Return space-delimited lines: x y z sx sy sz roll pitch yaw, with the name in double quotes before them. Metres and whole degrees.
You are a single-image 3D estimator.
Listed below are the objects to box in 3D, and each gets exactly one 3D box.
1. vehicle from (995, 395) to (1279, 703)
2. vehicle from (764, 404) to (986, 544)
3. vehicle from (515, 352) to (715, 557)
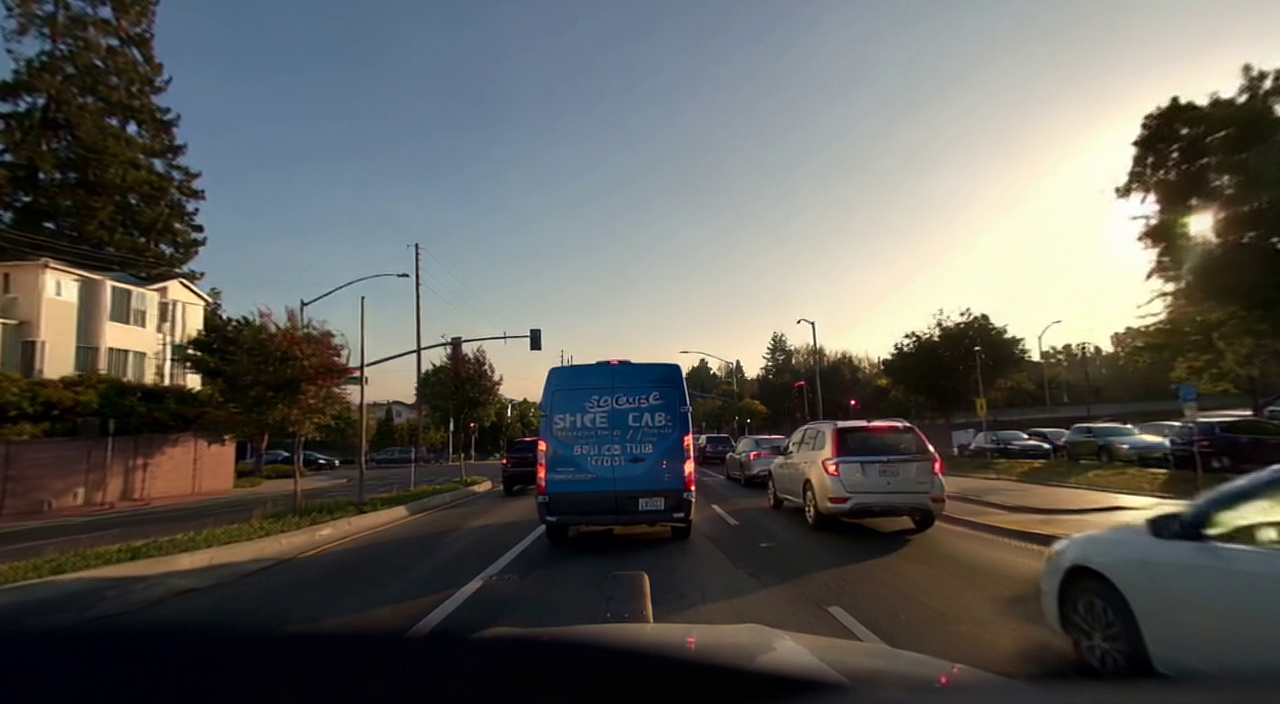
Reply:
"vehicle" 3.428 0.858 2.041 1.951 1.483 4.582 0 -8 1
"vehicle" 3.447 1.883 10.301 1.965 1.771 4.295 0 -8 0
"vehicle" -0.225 1.604 10.264 2.422 2.488 4.992 0 -8 2
